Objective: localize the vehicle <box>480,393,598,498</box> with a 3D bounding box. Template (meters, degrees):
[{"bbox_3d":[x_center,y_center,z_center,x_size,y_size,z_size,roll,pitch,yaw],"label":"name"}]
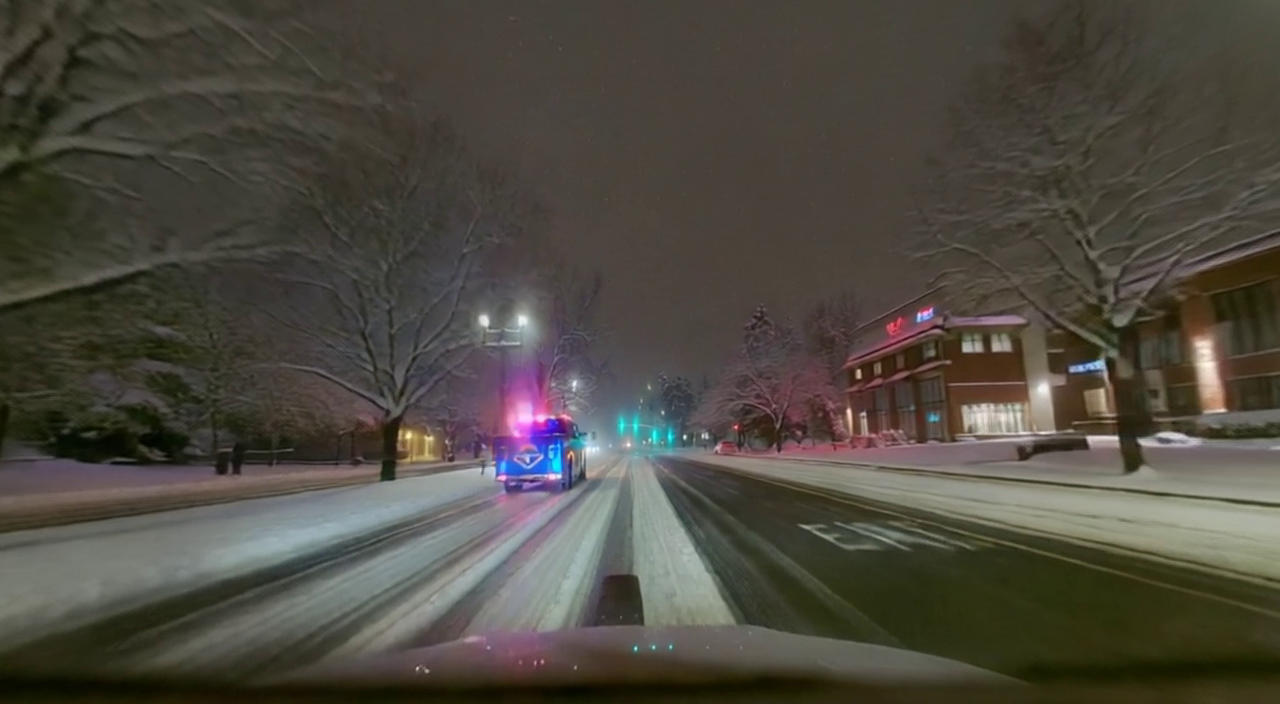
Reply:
[{"bbox_3d":[-2.914,2.945,19.977,2.633,2.787,5.796,-1,-8,1],"label":"vehicle"}]
